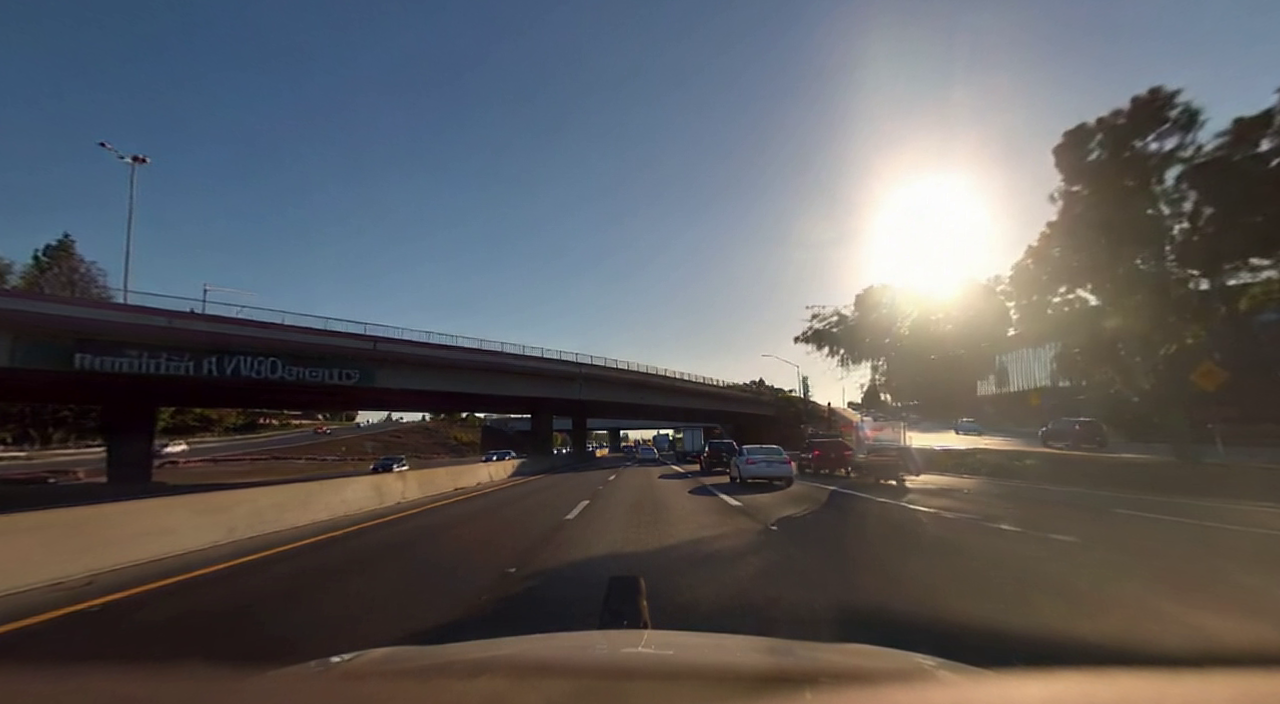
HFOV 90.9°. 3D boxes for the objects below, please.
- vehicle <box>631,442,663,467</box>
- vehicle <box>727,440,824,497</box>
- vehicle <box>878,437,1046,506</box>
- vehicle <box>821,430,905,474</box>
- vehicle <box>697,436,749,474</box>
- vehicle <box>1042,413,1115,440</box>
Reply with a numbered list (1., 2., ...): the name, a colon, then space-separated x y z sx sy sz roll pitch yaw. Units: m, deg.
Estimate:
1. vehicle: 0.438 7.172 44.096 2.124 1.639 4.122 0 -9 0
2. vehicle: 3.884 3.424 18.911 1.902 1.481 4.451 0 -9 -1
3. vehicle: 7.846 2.932 15.946 1.919 1.476 4.303 0 -9 -1
4. vehicle: 11.198 5.079 32.252 2.193 2.025 5.606 0 -9 0
5. vehicle: 4.314 5.468 33.636 2.086 1.858 4.737 0 -9 -1
6. vehicle: 31.971 5.510 46.218 2.131 1.840 4.870 -1 -9 5
